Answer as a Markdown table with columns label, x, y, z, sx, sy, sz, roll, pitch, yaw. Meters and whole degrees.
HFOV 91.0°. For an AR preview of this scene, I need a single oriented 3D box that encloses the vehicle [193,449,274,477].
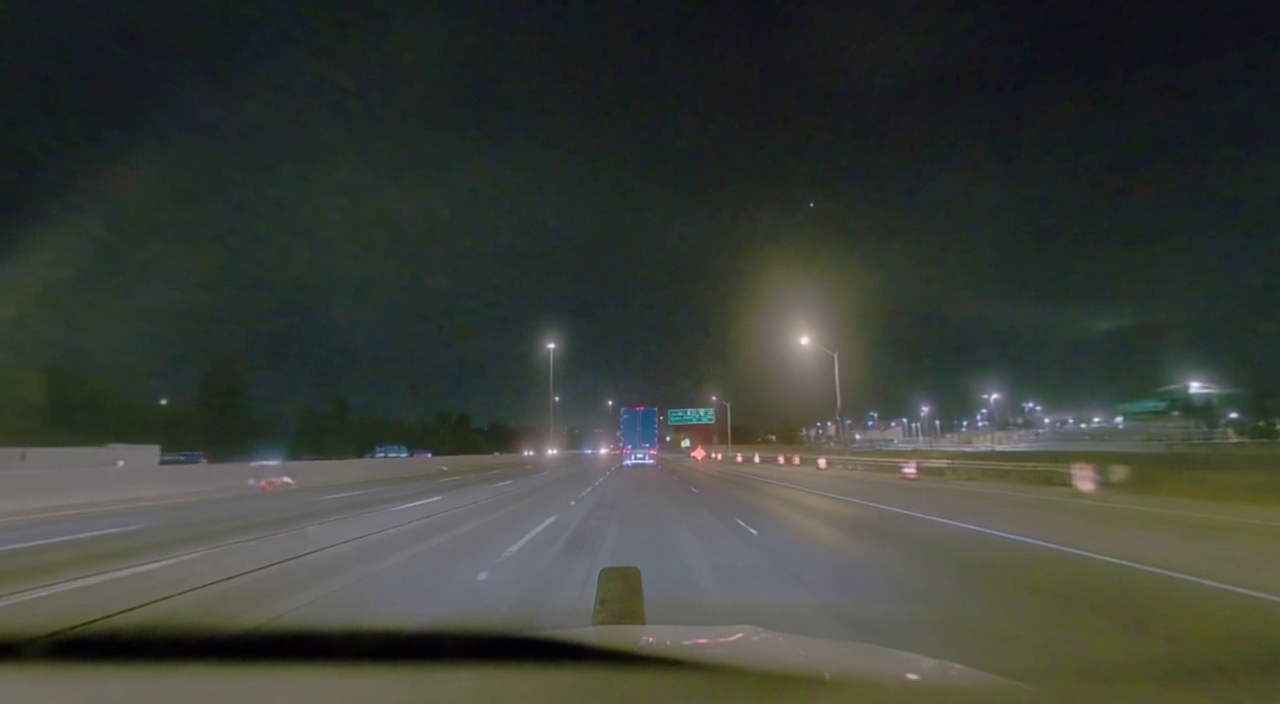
| label | x | y | z | sx | sy | sz | roll | pitch | yaw |
| --- | --- | --- | --- | --- | --- | --- | --- | --- | --- |
| vehicle | -26.948 | 7.341 | 41.953 | 2.117 | 1.685 | 4.810 | 0 | -9 | 1 |
